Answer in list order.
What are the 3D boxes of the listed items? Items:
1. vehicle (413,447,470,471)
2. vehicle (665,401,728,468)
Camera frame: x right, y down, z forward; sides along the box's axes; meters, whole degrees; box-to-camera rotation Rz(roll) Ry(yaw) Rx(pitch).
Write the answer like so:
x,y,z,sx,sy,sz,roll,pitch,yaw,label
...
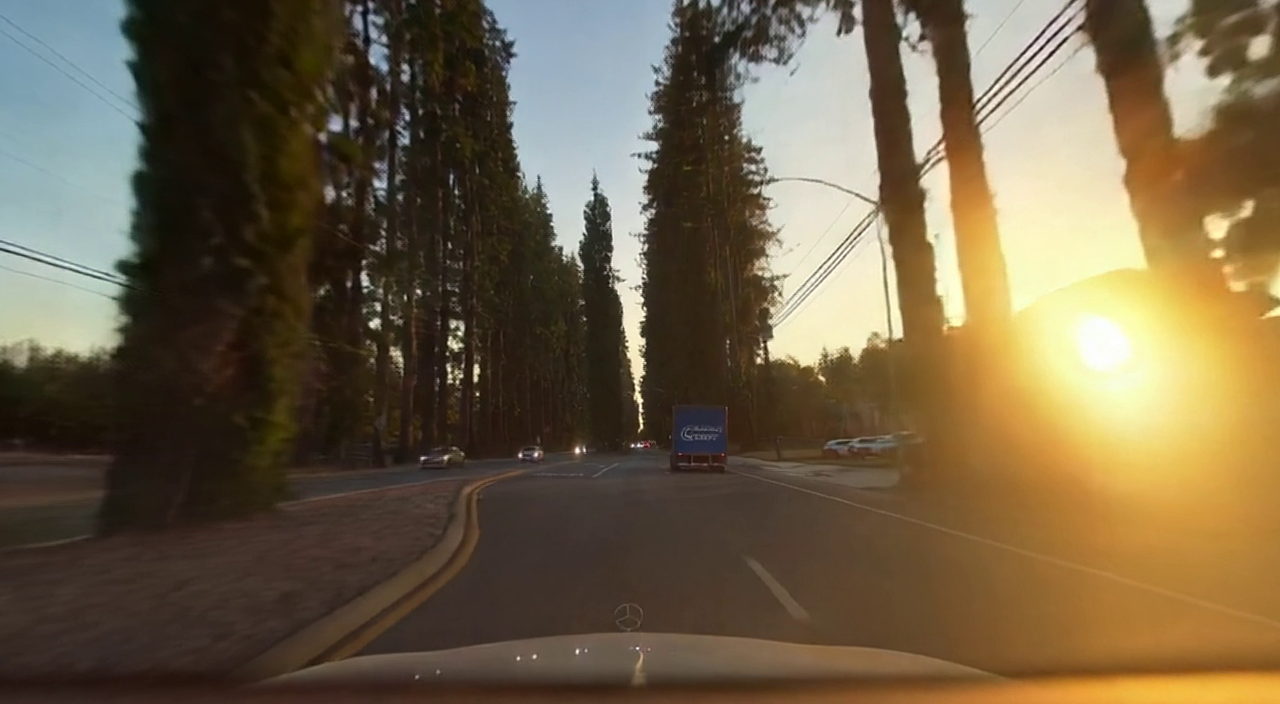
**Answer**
x,y,z,sx,sy,sz,roll,pitch,yaw,label
-11.945,6.438,38.014,1.973,1.368,4.253,0,-8,1,vehicle
3.472,5.474,41.084,2.973,3.848,9.336,0,-8,-2,vehicle
